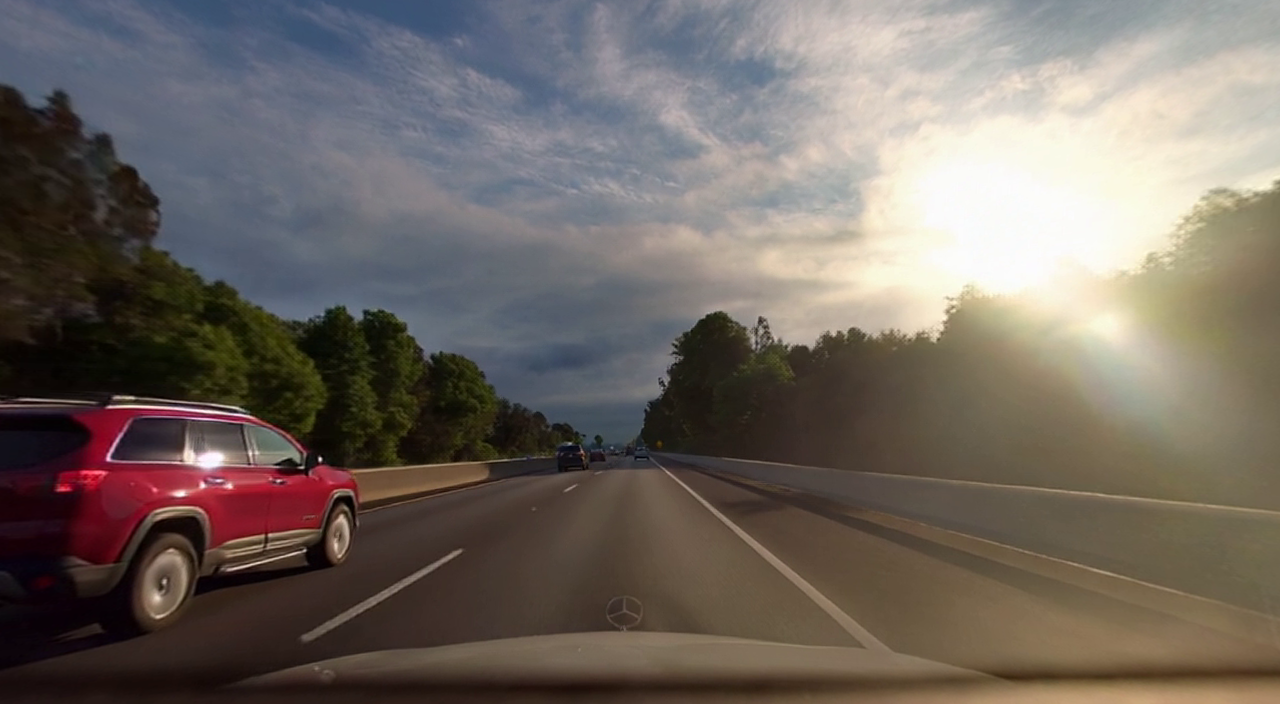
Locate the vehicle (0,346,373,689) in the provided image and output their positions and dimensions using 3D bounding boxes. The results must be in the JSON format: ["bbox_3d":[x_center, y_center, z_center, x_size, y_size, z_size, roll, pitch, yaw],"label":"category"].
[{"bbox_3d":[-4.634,1.290,5.944,2.102,1.941,4.703,0,-9,1],"label":"vehicle"}]

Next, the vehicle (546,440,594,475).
[{"bbox_3d":[-3.812,5.886,35.180,2.056,1.811,4.202,-1,-9,2],"label":"vehicle"}]
